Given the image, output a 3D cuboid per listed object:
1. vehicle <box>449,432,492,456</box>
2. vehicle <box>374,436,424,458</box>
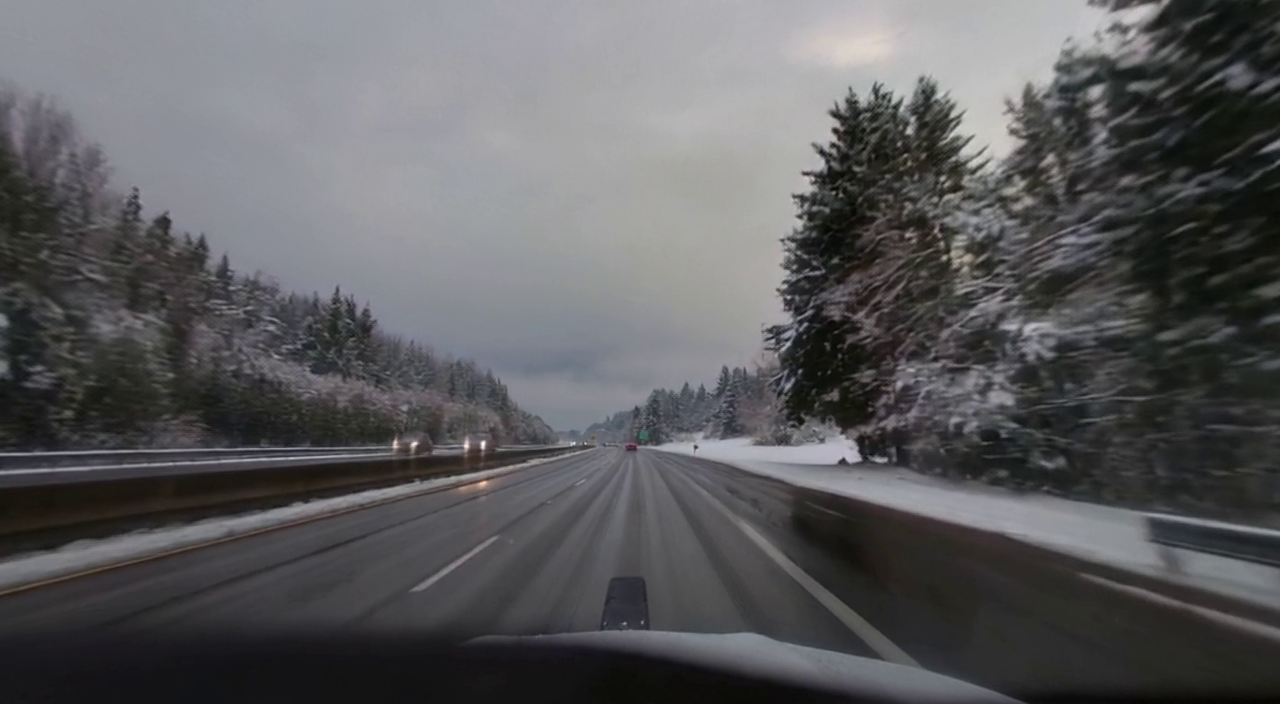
[{"bbox_3d":[-12.950,7.066,48.371,2.040,1.719,4.701,0,-8,0],"label":"vehicle"},{"bbox_3d":[-17.079,6.752,44.773,1.848,1.508,4.253,0,-8,0],"label":"vehicle"}]
